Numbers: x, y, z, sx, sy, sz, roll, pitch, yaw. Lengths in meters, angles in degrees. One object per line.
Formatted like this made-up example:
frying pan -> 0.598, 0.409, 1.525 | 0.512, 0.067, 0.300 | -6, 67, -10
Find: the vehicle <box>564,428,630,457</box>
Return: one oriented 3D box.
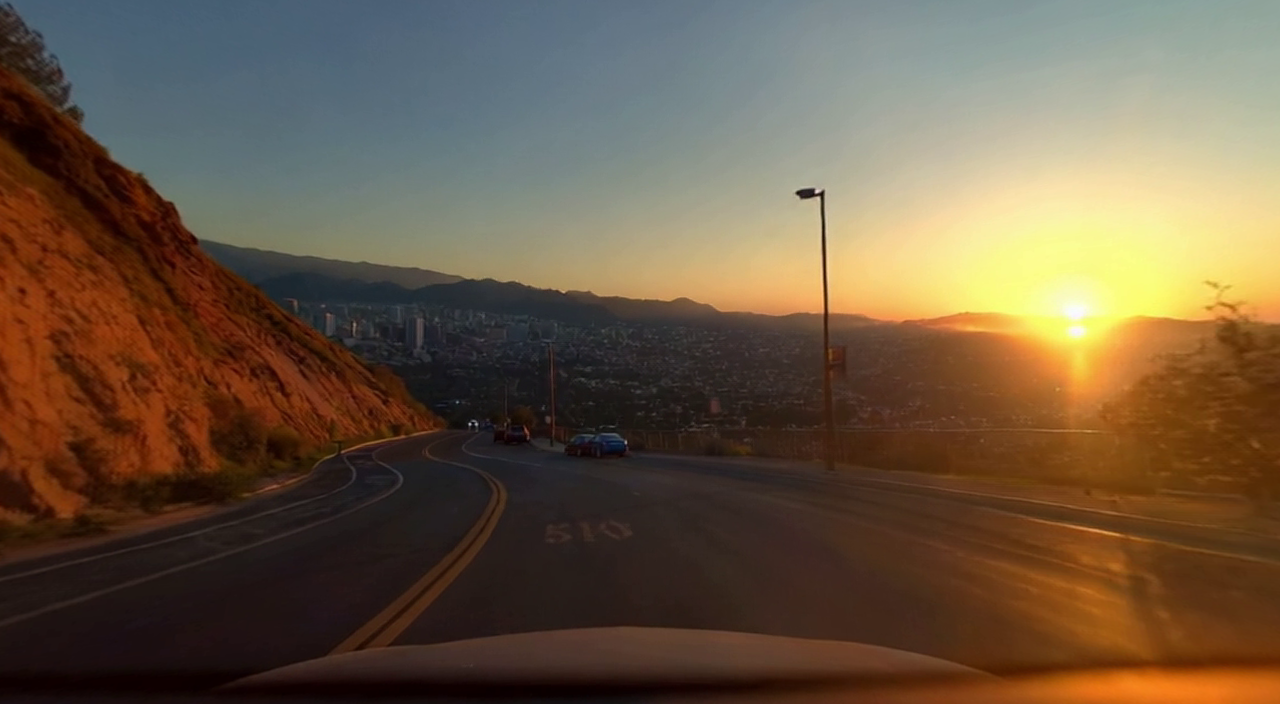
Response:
vehicle -> -2.525, 5.517, 38.397 | 2.064, 1.667, 4.453 | -4, -9, 25
